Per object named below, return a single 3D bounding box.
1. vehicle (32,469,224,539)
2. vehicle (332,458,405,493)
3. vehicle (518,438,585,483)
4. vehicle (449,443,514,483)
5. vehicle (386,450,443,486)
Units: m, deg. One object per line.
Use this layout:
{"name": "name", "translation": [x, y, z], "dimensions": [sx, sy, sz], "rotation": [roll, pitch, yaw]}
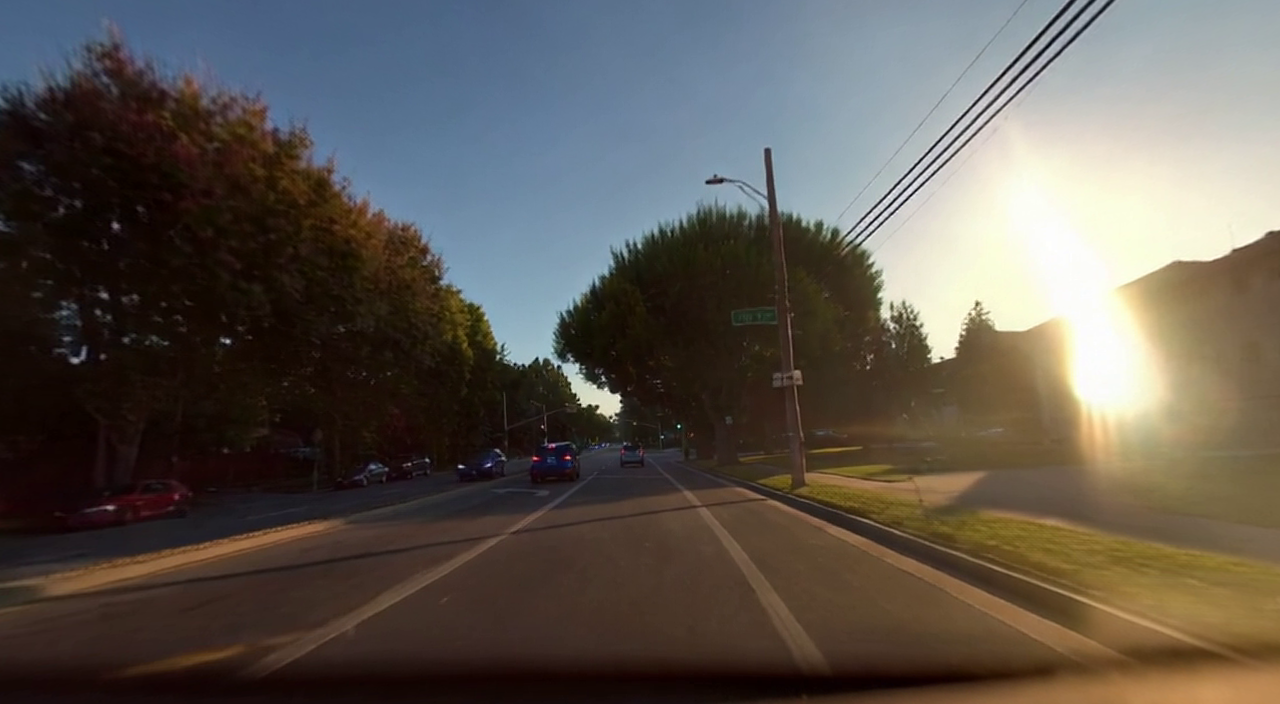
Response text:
{"name": "vehicle", "translation": [-14.727, 4.343, 18.599], "dimensions": [1.874, 1.392, 4.633], "rotation": [-7, -8, -1]}
{"name": "vehicle", "translation": [-14.661, 6.667, 34.414], "dimensions": [1.880, 1.476, 4.715], "rotation": [-6, -8, 0]}
{"name": "vehicle", "translation": [-3.616, 4.551, 26.772], "dimensions": [2.097, 1.755, 4.336], "rotation": [0, -8, 1]}
{"name": "vehicle", "translation": [-8.050, 5.654, 32.503], "dimensions": [2.084, 1.731, 4.595], "rotation": [-4, -8, 0]}
{"name": "vehicle", "translation": [-14.551, 7.474, 41.063], "dimensions": [1.996, 1.886, 4.692], "rotation": [-6, -8, -1]}
